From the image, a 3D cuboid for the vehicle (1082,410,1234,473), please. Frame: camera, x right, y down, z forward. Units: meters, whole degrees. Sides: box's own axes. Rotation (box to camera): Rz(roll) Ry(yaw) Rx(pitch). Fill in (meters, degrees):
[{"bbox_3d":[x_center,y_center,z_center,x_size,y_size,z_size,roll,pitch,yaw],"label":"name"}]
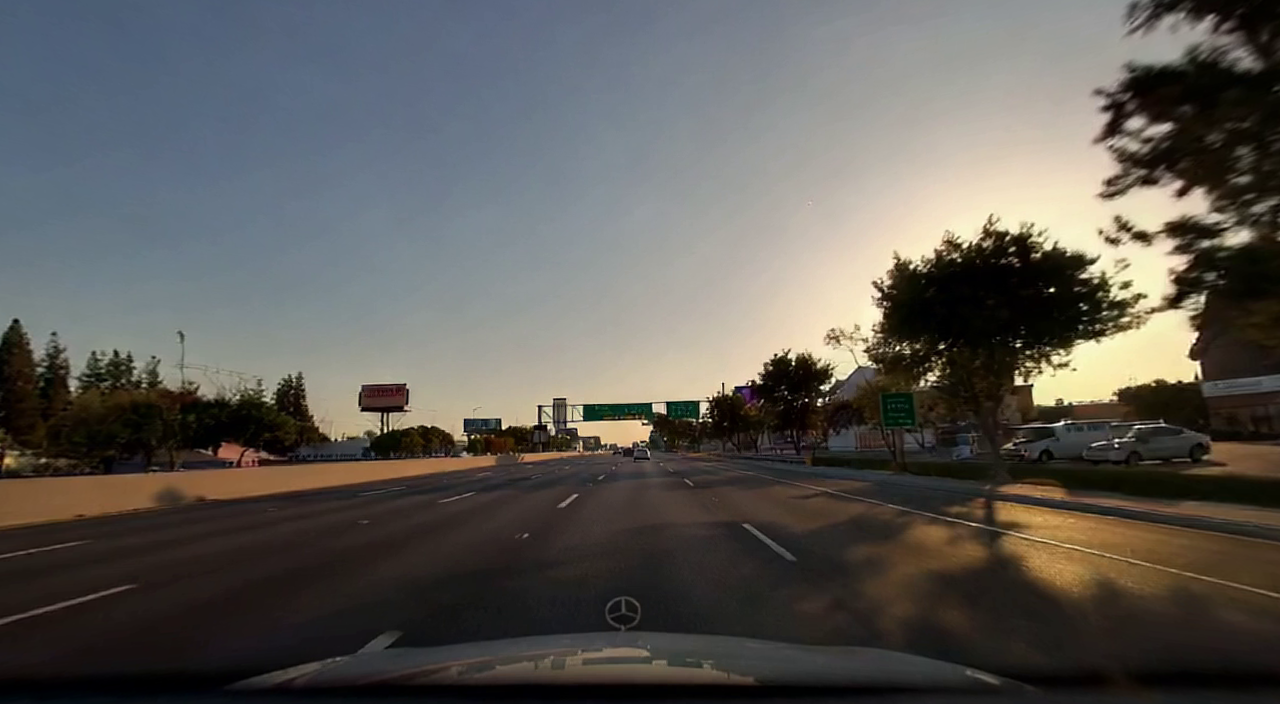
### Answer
[{"bbox_3d":[37.918,6.695,46.721,2.959,4.000,8.873,-4,-9,-3],"label":"vehicle"}]
